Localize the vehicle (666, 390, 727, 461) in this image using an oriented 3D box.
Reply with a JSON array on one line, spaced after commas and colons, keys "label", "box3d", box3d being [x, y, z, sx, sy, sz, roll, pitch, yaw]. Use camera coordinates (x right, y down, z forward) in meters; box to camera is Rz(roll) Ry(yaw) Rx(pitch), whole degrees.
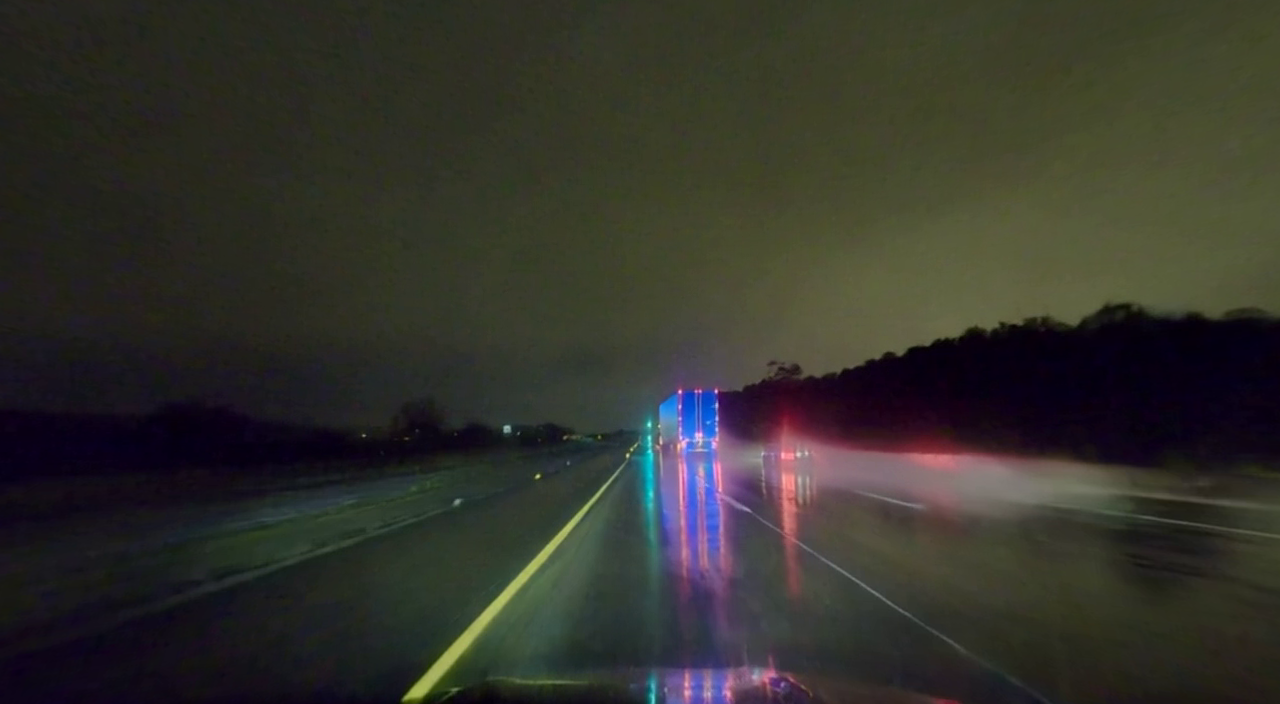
[{"label": "vehicle", "box3d": [3.990, 5.801, 48.227, 3.615, 4.578, 13.539, 0, -8, 1]}]
